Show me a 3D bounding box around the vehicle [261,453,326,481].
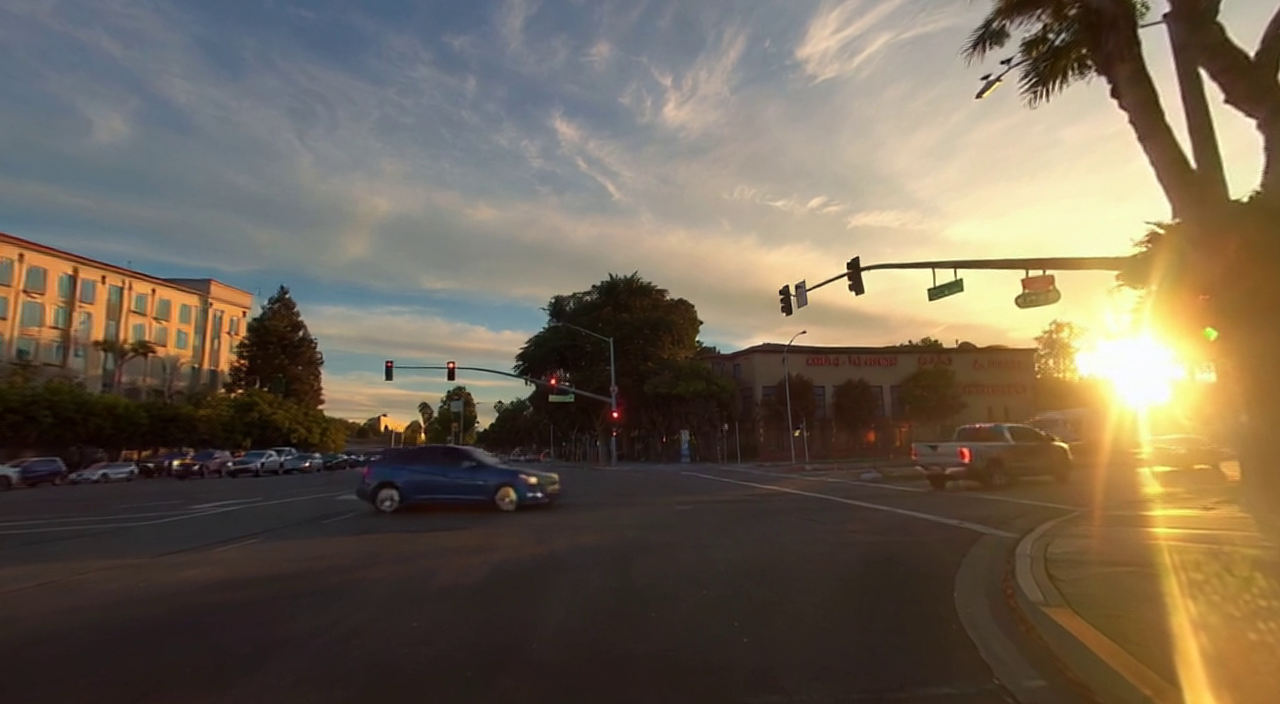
[{"bbox_3d":[-21.790,7.227,39.974,2.020,1.615,4.656,1,-9,-8],"label":"vehicle"}]

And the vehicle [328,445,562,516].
[{"bbox_3d":[-4.361,2.895,14.589,4.702,1.468,1.999,-1,-9,8],"label":"vehicle"}]

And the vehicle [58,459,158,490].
[{"bbox_3d":[-28.547,6.547,34.116,1.965,1.448,4.553,1,-9,-9],"label":"vehicle"}]

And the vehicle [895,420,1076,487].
[{"bbox_3d":[11.415,3.297,20.758,5.896,1.937,2.358,5,-10,-30],"label":"vehicle"}]

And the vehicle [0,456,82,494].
[{"bbox_3d":[-31.334,6.170,32.072,2.142,1.723,4.692,1,-9,-9],"label":"vehicle"}]

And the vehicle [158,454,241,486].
[{"bbox_3d":[-25.122,6.699,36.269,2.081,1.670,4.376,1,-9,-8],"label":"vehicle"}]

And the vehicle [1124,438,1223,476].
[{"bbox_3d":[22.487,4.382,26.556,4.728,1.471,1.957,6,-11,-36],"label":"vehicle"}]
